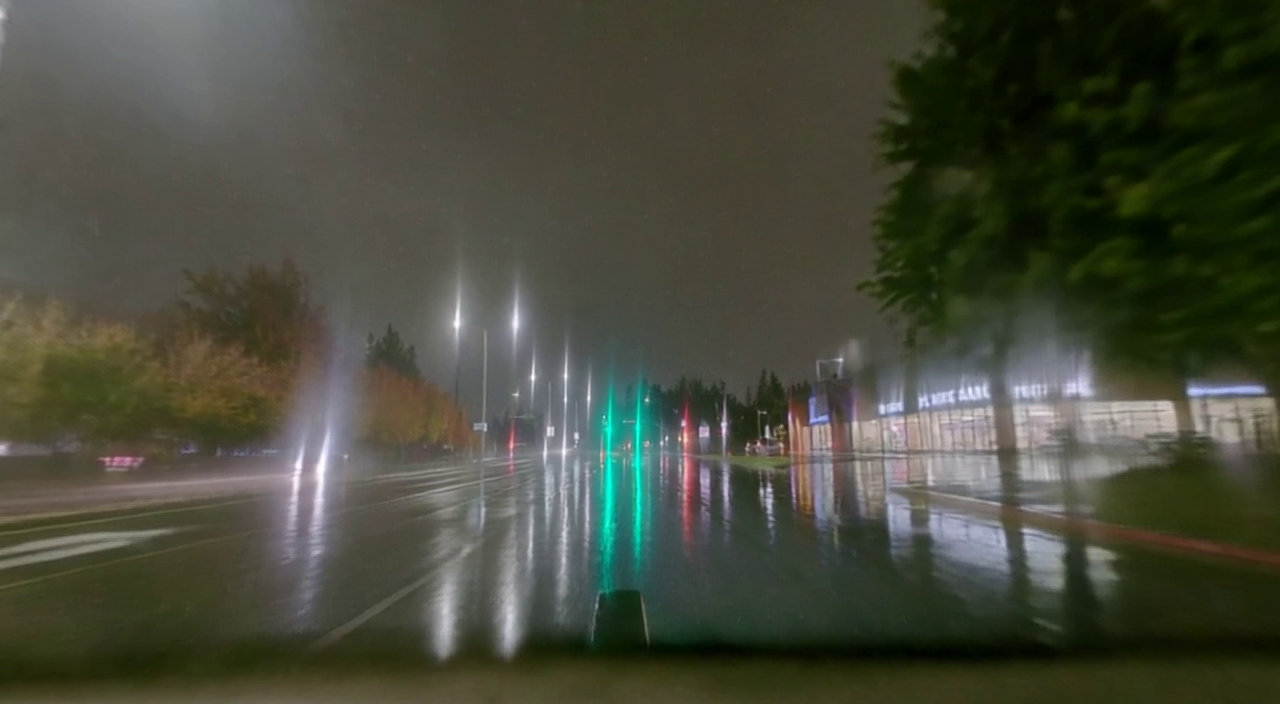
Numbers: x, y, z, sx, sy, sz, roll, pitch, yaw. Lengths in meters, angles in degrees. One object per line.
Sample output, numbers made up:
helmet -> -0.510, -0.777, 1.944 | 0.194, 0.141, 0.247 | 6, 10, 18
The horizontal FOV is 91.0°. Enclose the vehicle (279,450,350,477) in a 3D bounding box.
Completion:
vehicle -> -19.949, 6.830, 38.845 | 1.884, 1.479, 4.740 | 0, -8, 0
